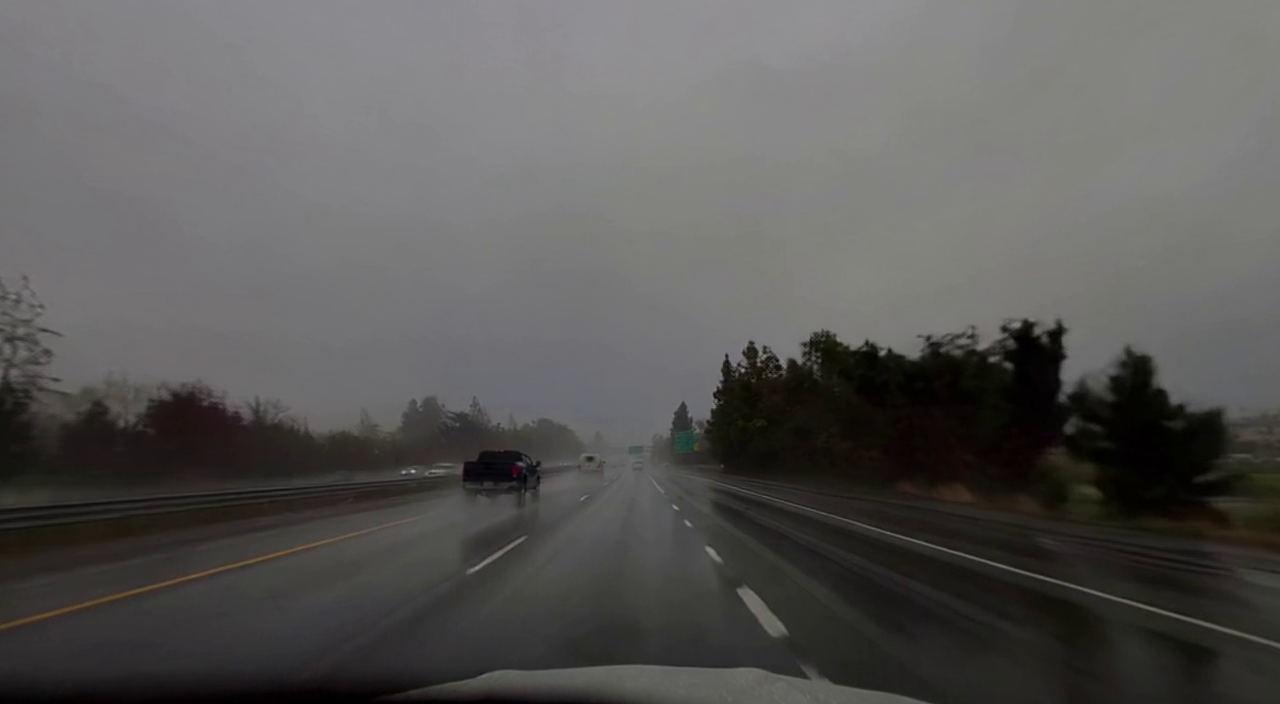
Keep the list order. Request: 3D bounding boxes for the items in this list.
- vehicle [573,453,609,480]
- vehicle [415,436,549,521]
[{"bbox_3d":[-3.697,8.841,48.642,2.390,1.879,4.423,1,-10,0],"label":"vehicle"},{"bbox_3d":[-3.933,3.310,16.768,2.272,1.873,4.832,1,-10,0],"label":"vehicle"}]
